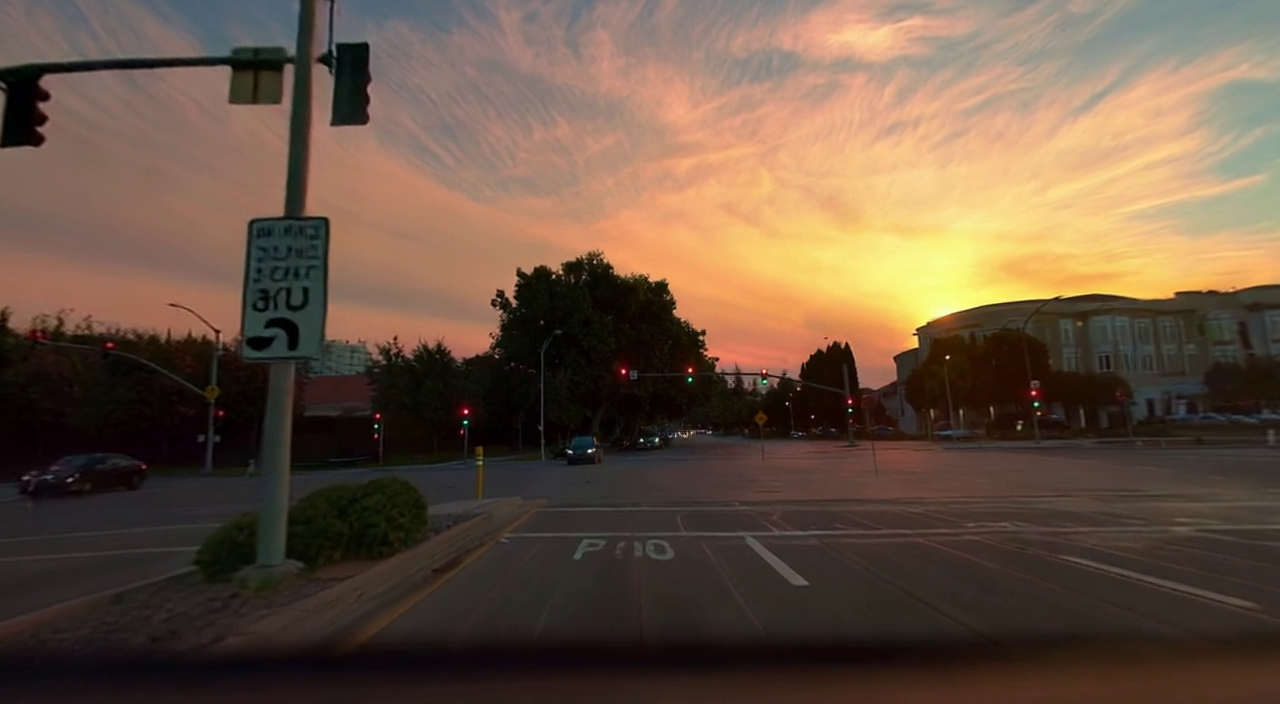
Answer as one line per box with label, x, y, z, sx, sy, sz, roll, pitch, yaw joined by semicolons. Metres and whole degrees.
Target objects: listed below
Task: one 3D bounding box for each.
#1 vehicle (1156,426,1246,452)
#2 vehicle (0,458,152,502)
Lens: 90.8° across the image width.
vehicle;40.096;6.250;45.381;2.173;1.751;4.931;-1;-8;5
vehicle;-24.488;5.519;27.507;4.706;1.734;2.253;-1;-8;6
